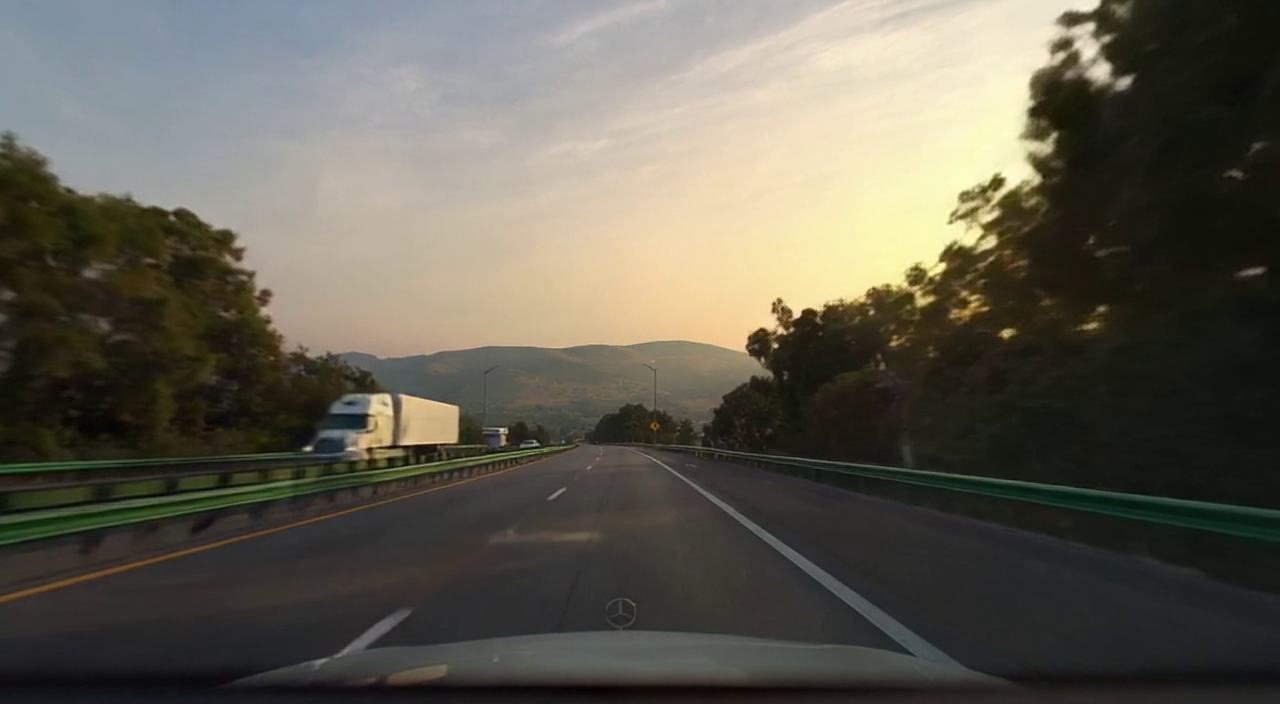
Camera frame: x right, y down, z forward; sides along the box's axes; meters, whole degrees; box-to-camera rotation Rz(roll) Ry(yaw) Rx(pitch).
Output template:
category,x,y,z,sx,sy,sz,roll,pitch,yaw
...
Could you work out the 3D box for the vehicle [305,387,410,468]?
category,x,y,z,sx,sy,sz,roll,pitch,yaw
vehicle,-15.009,4.119,34.028,3.001,3.939,5.925,0,-8,-3
